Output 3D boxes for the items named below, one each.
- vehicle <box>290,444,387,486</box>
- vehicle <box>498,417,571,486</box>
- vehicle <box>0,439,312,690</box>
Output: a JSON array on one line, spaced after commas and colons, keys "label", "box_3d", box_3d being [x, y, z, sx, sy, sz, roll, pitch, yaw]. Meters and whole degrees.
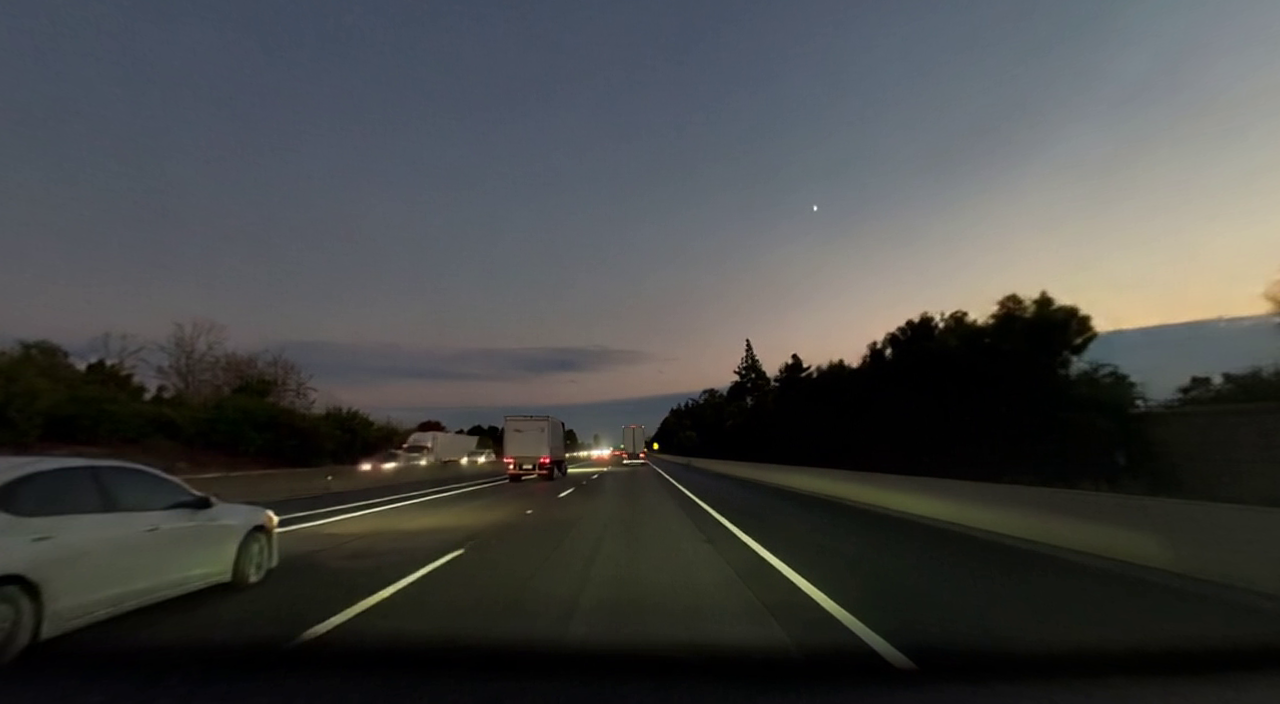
[{"label": "vehicle", "box_3d": [-14.030, 5.286, 29.768, 2.136, 1.786, 4.844, 0, -9, 0]}, {"label": "vehicle", "box_3d": [-4.685, 4.595, 29.277, 2.368, 2.813, 6.329, 0, -9, -1]}, {"label": "vehicle", "box_3d": [-4.743, 1.419, 4.772, 1.979, 1.459, 4.643, 0, -9, 1]}]
